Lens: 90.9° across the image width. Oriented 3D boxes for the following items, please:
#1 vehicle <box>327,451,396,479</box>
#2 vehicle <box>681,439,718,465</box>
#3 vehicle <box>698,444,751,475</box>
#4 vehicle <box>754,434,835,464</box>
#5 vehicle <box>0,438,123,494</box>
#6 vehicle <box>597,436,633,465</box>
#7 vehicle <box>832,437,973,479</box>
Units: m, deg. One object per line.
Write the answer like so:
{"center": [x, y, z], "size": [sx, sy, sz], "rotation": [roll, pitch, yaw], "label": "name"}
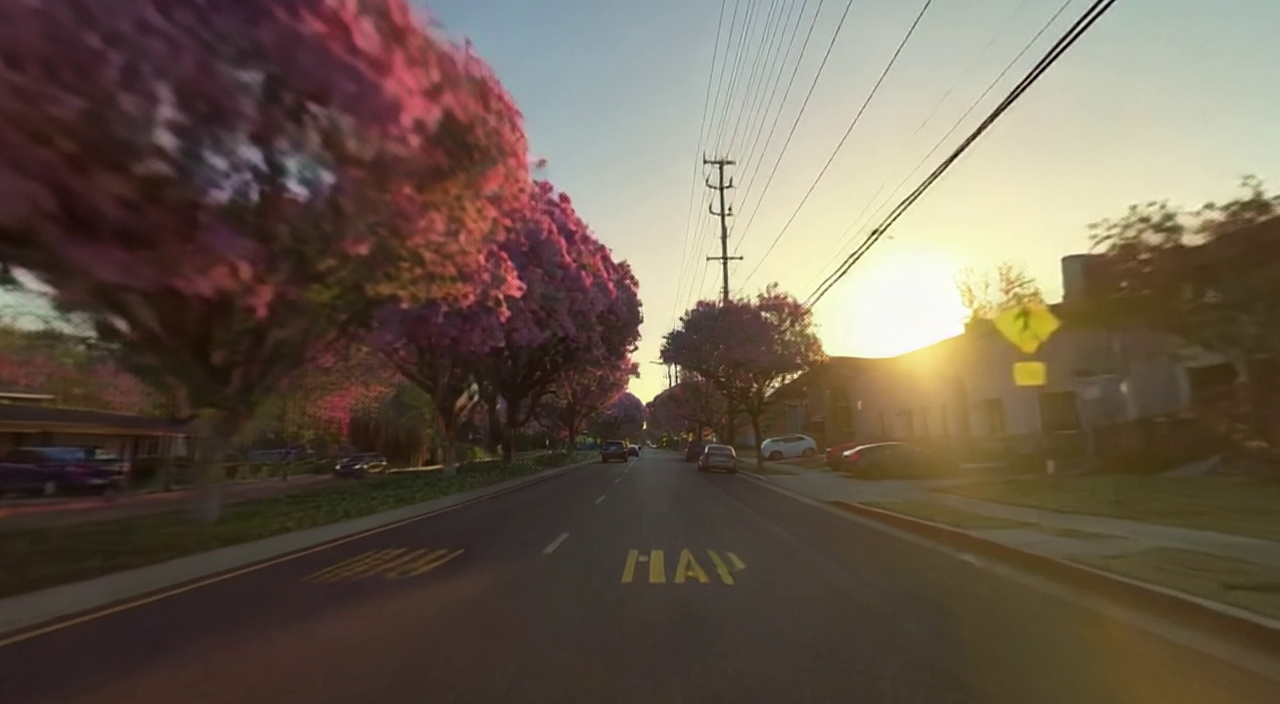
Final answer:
{"center": [-16.285, 6.617, 37.074], "size": [1.954, 1.497, 4.613], "rotation": [0, -9, 0], "label": "vehicle"}
{"center": [4.471, 7.643, 48.295], "size": [2.280, 1.904, 5.779], "rotation": [0, -9, 0], "label": "vehicle"}
{"center": [4.167, 5.369, 31.719], "size": [2.042, 1.465, 4.455], "rotation": [0, -9, 0], "label": "vehicle"}
{"center": [10.085, 6.383, 41.464], "size": [4.818, 1.847, 2.257], "rotation": [0, -9, 2], "label": "vehicle"}
{"center": [-22.407, 4.119, 23.334], "size": [2.195, 1.770, 4.957], "rotation": [0, -7, 1], "label": "vehicle"}
{"center": [-1.693, 6.937, 44.459], "size": [2.202, 1.961, 4.980], "rotation": [0, -9, 1], "label": "vehicle"}
{"center": [9.757, 3.977, 23.691], "size": [4.430, 1.480, 1.923], "rotation": [0, -9, -2], "label": "vehicle"}
